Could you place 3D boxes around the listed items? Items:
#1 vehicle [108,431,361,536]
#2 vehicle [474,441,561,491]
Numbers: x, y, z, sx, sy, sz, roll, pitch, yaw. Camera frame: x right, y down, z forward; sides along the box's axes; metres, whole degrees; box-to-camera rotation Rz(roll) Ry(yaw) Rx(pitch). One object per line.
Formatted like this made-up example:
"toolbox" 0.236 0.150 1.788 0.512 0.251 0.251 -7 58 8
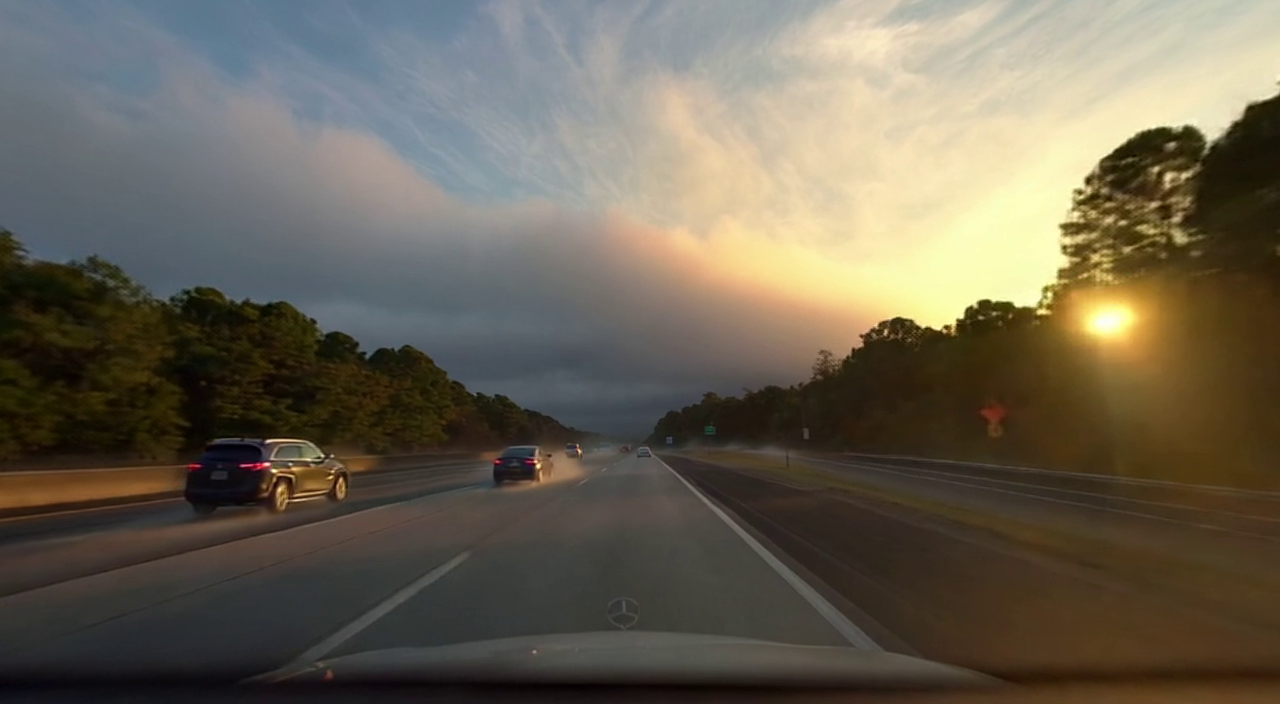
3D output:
"vehicle" -7.311 2.380 12.012 2.007 1.616 4.141 0 -9 1
"vehicle" -4.184 3.979 22.331 2.104 1.558 4.639 0 -9 1
